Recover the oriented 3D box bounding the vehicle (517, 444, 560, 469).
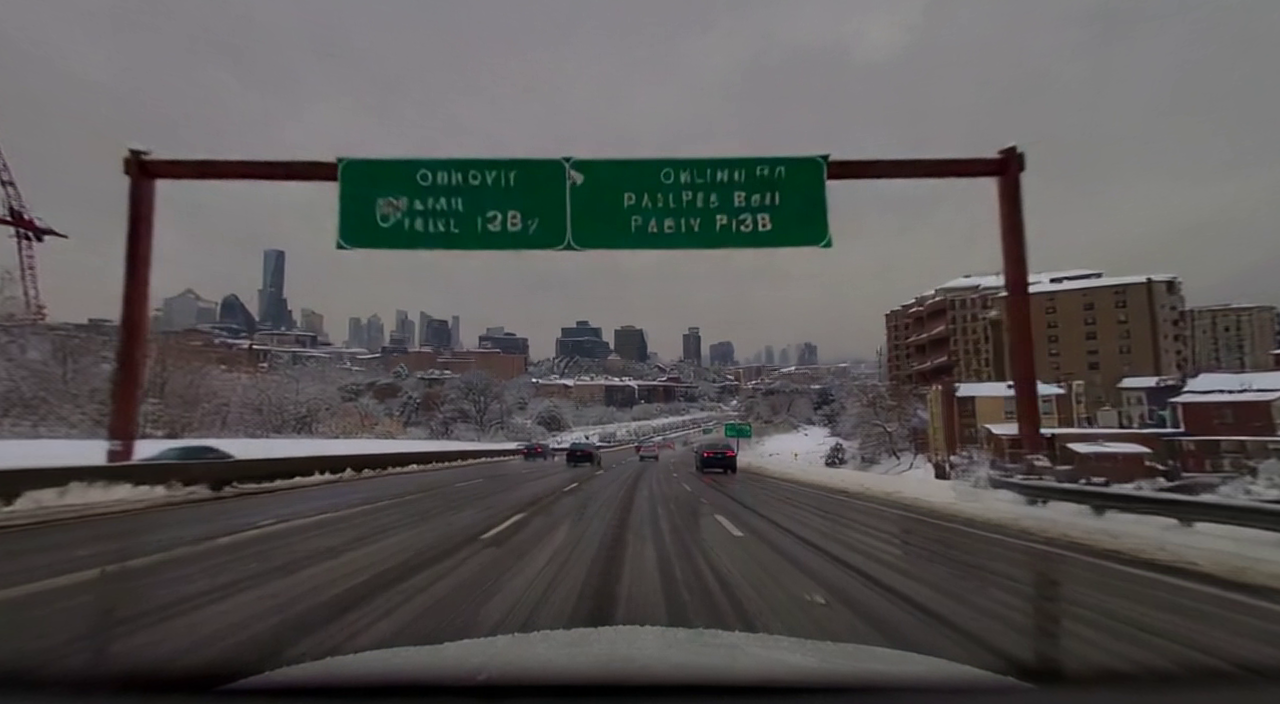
[{"bbox_3d":[-6.569,6.829,41.329,1.951,1.528,4.209,-1,-8,3],"label":"vehicle"}]

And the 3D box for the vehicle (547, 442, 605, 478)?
[{"bbox_3d":[-2.860,4.961,29.213,2.136,1.512,4.488,-1,-8,1],"label":"vehicle"}]

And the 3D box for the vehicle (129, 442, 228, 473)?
[{"bbox_3d":[-26.863,6.124,37.021,1.961,1.662,4.896,-1,-9,3],"label":"vehicle"}]

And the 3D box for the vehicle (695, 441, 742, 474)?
[{"bbox_3d":[3.985,5.413,32.671,1.978,1.602,4.092,0,-8,1],"label":"vehicle"}]
